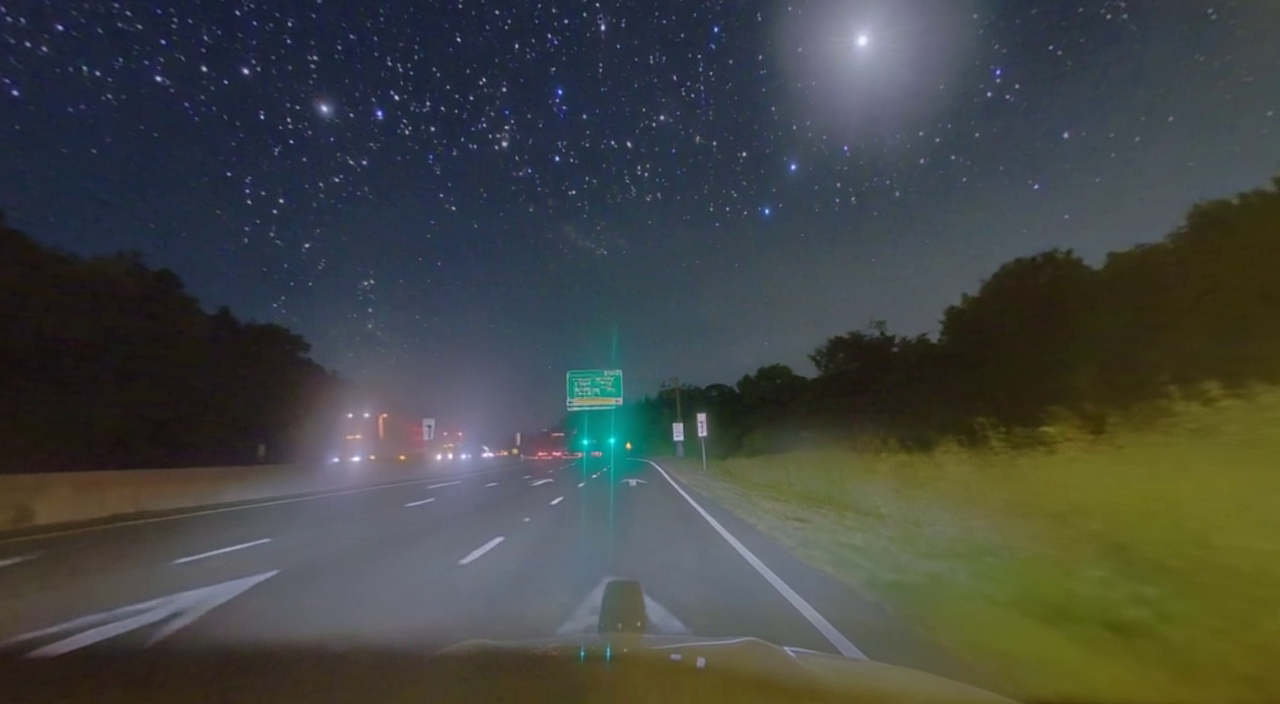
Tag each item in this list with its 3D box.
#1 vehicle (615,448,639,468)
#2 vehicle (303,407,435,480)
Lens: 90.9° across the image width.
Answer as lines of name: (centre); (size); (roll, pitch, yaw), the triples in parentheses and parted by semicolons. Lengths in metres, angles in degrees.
vehicle: (-1.001, 8.320, 49.561); (1.807, 1.427, 3.645); (0, -9, -1)
vehicle: (-14.982, 5.292, 36.112); (2.988, 3.568, 10.170); (0, -9, 0)
